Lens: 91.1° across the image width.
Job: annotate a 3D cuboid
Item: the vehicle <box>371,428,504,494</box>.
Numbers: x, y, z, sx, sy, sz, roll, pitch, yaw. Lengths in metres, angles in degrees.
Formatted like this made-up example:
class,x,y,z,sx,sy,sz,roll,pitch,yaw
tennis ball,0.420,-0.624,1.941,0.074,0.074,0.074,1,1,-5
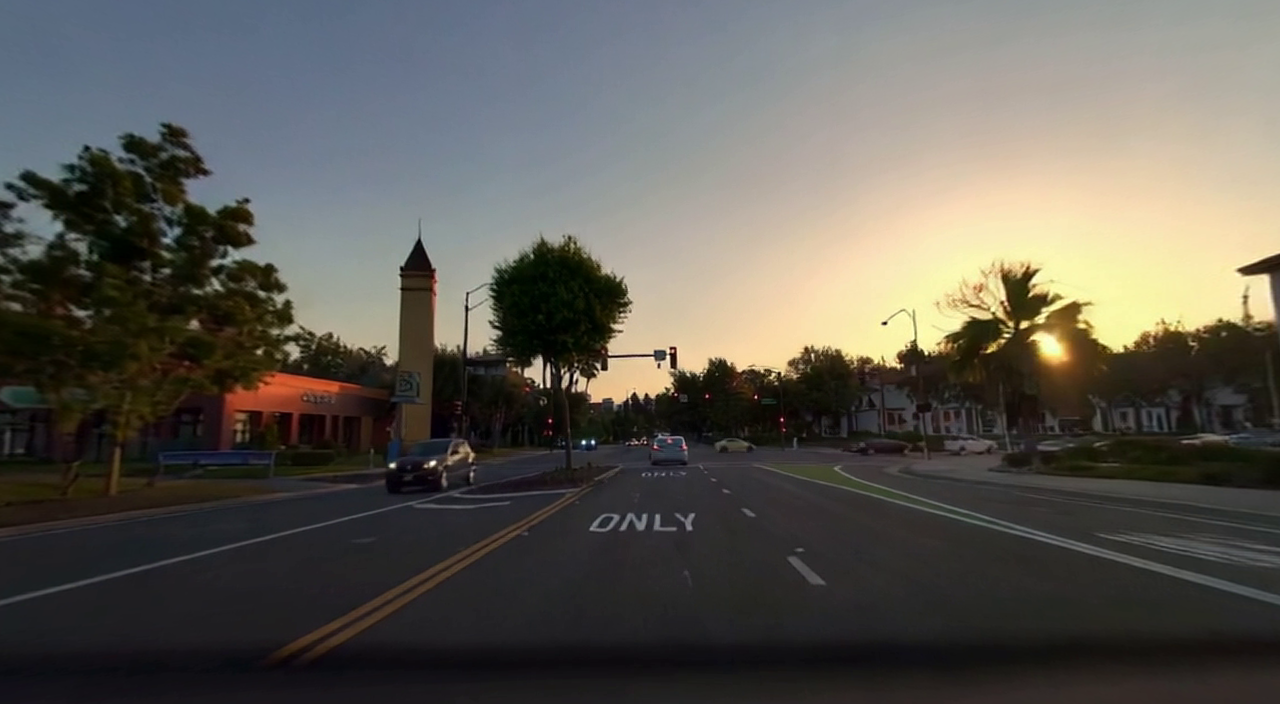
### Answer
class,x,y,z,sx,sy,sz,roll,pitch,yaw
vehicle,-6.694,3.711,21.746,2.366,1.941,5.823,-1,-9,3

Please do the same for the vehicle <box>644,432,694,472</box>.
class,x,y,z,sx,sy,sz,roll,pitch,yaw
vehicle,1.662,5.697,35.907,2.590,2.080,5.284,0,-9,3

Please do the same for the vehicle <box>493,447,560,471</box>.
class,x,y,z,sx,sy,sz,roll,pitch,yaw
vehicle,-7.589,7.053,41.688,4.668,1.469,1.984,-8,-12,44
